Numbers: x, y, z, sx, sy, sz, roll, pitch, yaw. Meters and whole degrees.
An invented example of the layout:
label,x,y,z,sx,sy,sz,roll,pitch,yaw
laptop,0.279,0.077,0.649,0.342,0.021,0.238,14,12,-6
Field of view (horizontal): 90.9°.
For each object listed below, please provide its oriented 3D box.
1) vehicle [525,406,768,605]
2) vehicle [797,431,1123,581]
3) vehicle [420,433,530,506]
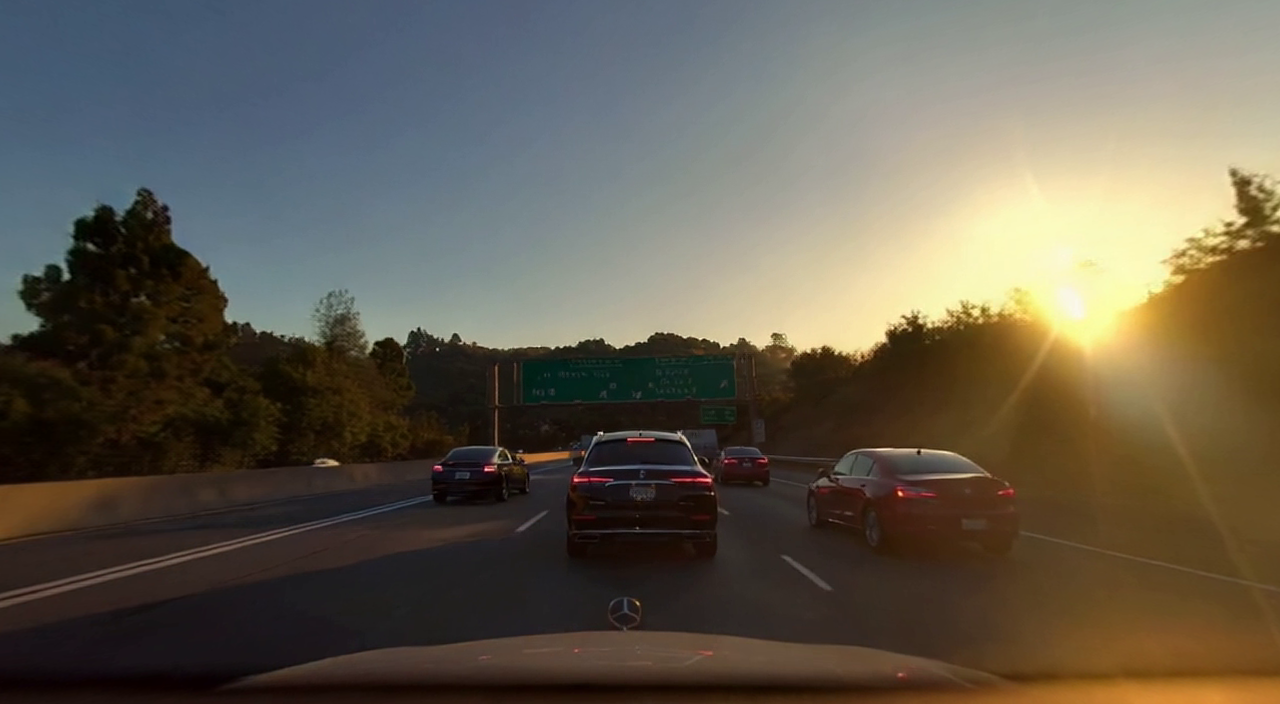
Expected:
label,x,y,z,sx,sy,sz,roll,pitch,yaw
vehicle,0.010,1.620,7.421,2.093,1.695,3.782,0,-9,-2
vehicle,3.684,1.856,8.440,1.953,1.434,4.511,0,-9,-1
vehicle,-4.250,3.100,16.931,1.890,1.708,3.844,0,-9,0
